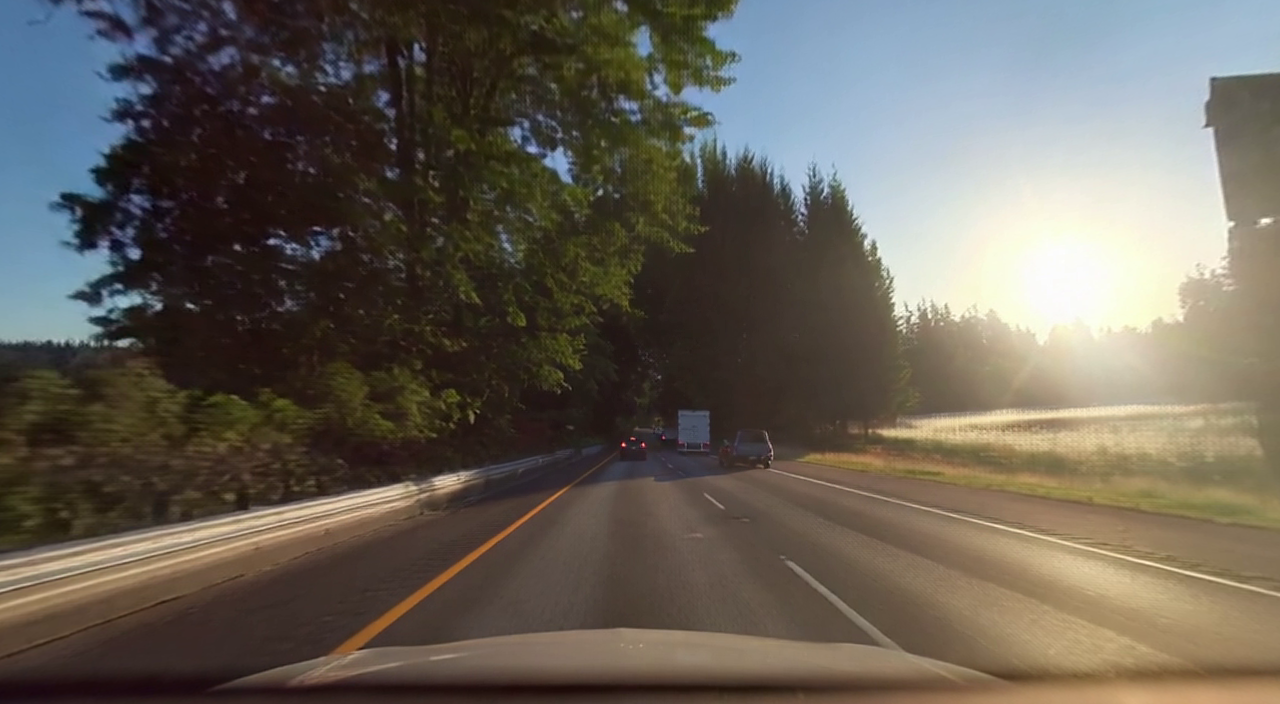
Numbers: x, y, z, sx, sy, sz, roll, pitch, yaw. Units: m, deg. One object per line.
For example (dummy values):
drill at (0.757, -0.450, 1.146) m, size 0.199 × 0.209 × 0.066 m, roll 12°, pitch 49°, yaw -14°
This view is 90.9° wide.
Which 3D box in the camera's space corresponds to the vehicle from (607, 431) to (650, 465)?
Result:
vehicle at (-0.603, 5.175, 34.258) m, size 2.206 × 1.681 × 4.111 m, roll 0°, pitch -8°, yaw -1°

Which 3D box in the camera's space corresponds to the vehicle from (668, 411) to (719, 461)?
vehicle at (3.476, 5.705, 42.952) m, size 2.728 × 3.053 × 7.708 m, roll 0°, pitch -8°, yaw 0°

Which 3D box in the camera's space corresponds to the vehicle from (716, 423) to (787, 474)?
vehicle at (4.465, 3.910, 25.886) m, size 2.073 × 1.905 × 4.023 m, roll 0°, pitch -8°, yaw -1°
